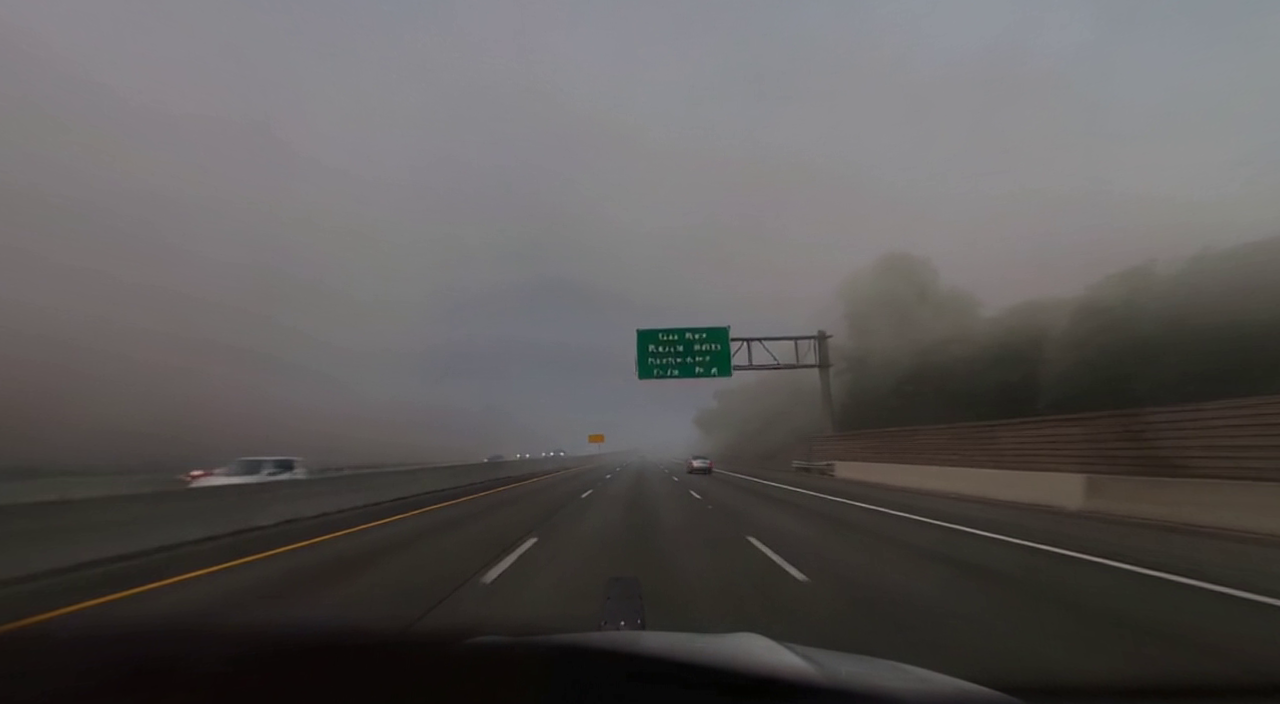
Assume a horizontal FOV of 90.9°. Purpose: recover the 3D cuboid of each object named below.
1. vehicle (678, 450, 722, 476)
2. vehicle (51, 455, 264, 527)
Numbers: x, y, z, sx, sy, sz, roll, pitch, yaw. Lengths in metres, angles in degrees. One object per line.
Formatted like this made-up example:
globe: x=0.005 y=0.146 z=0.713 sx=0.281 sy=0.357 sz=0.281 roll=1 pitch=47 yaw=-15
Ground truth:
vehicle: x=3.437 y=6.463 z=36.867 sx=2.065 sy=1.400 sz=4.028 roll=0 pitch=-9 yaw=-2
vehicle: x=-11.401 y=3.263 z=15.361 sx=1.851 sy=1.448 sz=4.205 roll=0 pitch=-9 yaw=0
